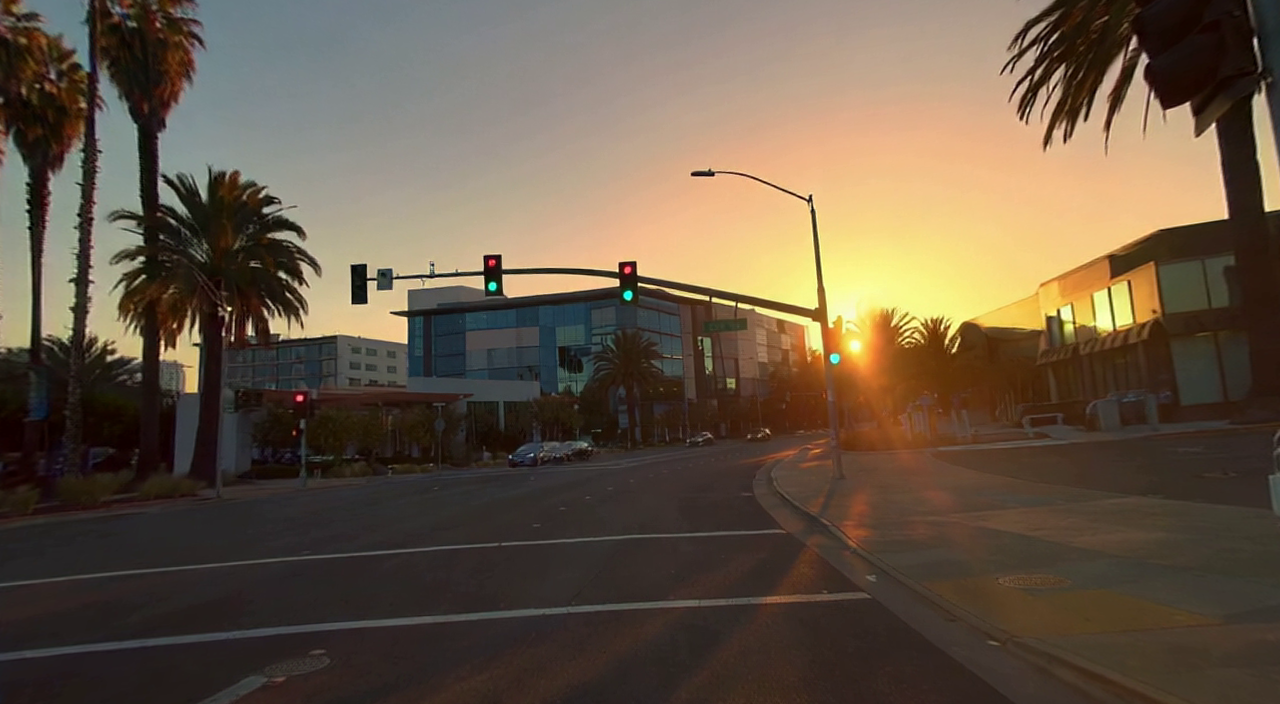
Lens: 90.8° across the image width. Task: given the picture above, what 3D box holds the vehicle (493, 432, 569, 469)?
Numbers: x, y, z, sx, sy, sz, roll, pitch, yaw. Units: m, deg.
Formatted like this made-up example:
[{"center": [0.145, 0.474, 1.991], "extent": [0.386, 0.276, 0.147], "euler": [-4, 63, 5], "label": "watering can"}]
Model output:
[{"center": [-5.683, 5.232, 33.630], "extent": [2.181, 1.792, 4.648], "euler": [-3, -9, 16], "label": "vehicle"}]

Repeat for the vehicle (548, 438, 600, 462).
[{"center": [-4.936, 7.389, 47.754], "extent": [2.118, 1.647, 4.310], "euler": [-4, -9, 21], "label": "vehicle"}]
